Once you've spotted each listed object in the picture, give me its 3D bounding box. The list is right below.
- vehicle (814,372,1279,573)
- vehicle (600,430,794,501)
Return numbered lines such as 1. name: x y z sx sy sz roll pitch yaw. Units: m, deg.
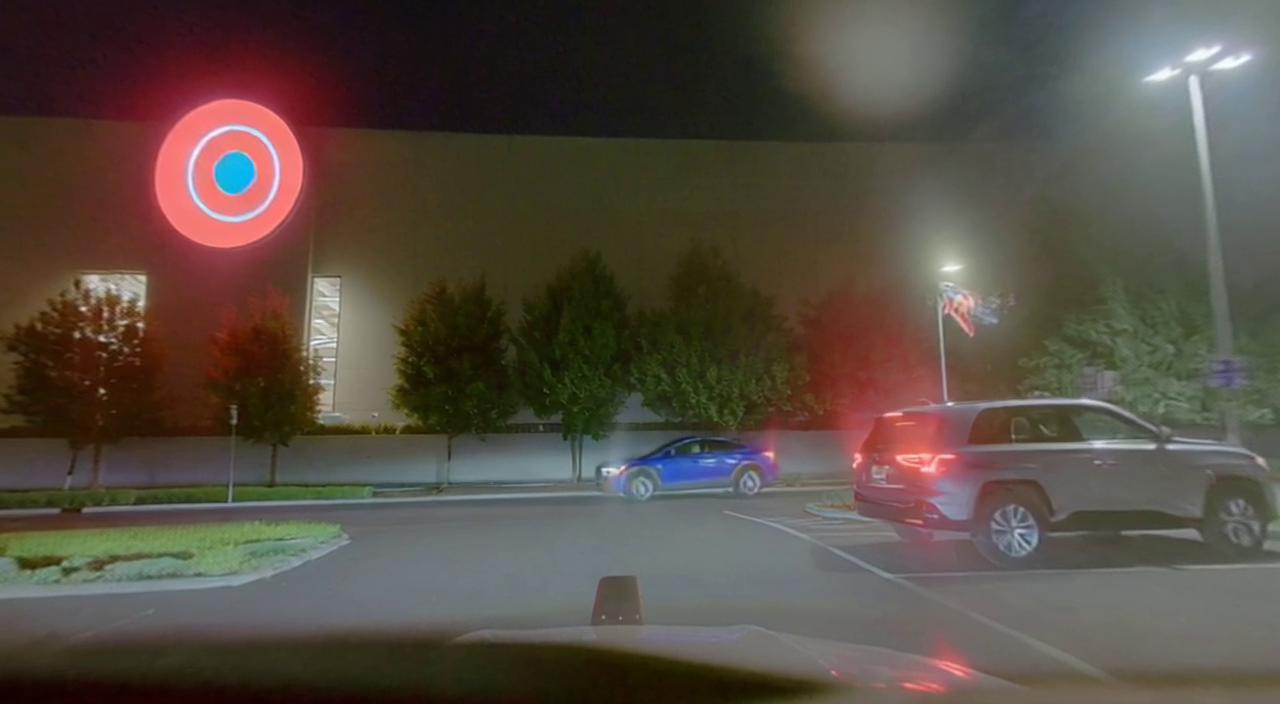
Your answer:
1. vehicle: 4.935 1.352 7.572 4.864 1.916 2.413 1 -8 -6
2. vehicle: 1.449 3.079 17.455 4.957 1.788 2.092 1 -9 -8
